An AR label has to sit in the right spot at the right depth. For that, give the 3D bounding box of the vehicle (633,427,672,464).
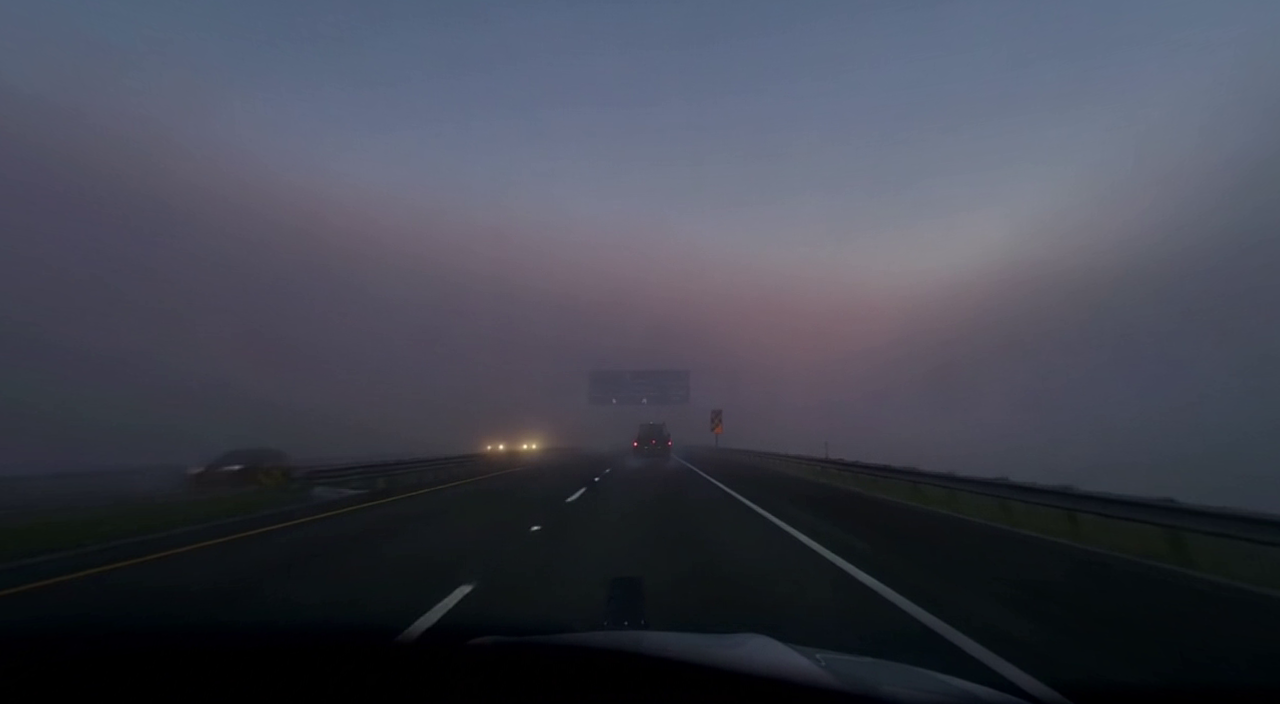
[{"bbox_3d":[0.740,5.781,38.921,2.277,2.109,4.922,0,-8,0],"label":"vehicle"}]
